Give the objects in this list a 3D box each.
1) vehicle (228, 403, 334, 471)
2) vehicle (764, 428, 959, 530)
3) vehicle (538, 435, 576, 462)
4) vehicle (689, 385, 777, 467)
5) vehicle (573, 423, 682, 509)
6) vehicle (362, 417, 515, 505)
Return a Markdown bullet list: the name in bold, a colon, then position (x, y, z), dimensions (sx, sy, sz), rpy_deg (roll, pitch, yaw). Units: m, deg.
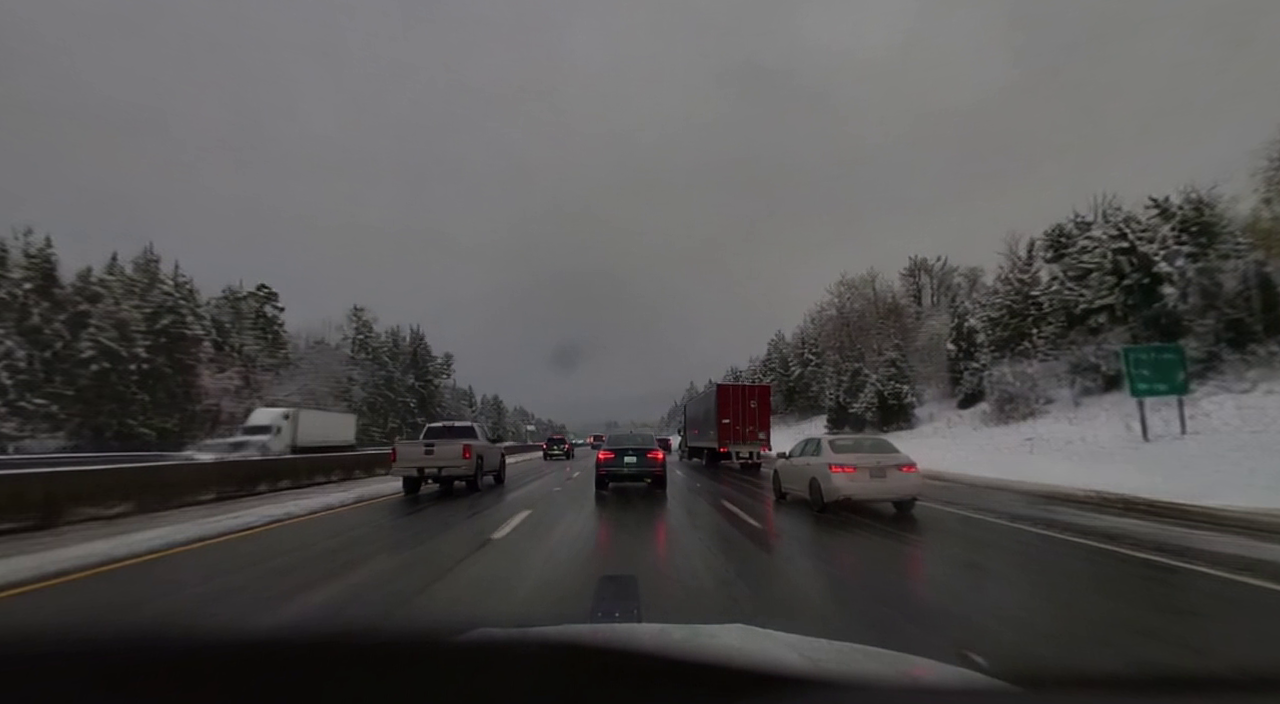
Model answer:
- **vehicle**: position (-21.478, 5.148, 38.131), dimensions (3.048, 3.785, 5.664), rpy_deg (0, -8, -1)
- **vehicle**: position (3.655, 2.136, 11.274), dimensions (1.951, 1.477, 3.963), rpy_deg (0, -8, -2)
- **vehicle**: position (-5.294, 6.165, 40.562), dimensions (1.971, 1.648, 3.983), rpy_deg (0, -8, -1)
- **vehicle**: position (5.221, 4.675, 38.914), dimensions (2.888, 4.135, 14.071), rpy_deg (0, -8, -2)
- **vehicle**: position (-0.264, 2.455, 14.060), dimensions (2.083, 1.647, 3.799), rpy_deg (0, -8, -1)
- **vehicle**: position (-4.543, 2.523, 15.143), dimensions (2.101, 1.767, 4.702), rpy_deg (0, -8, 0)
